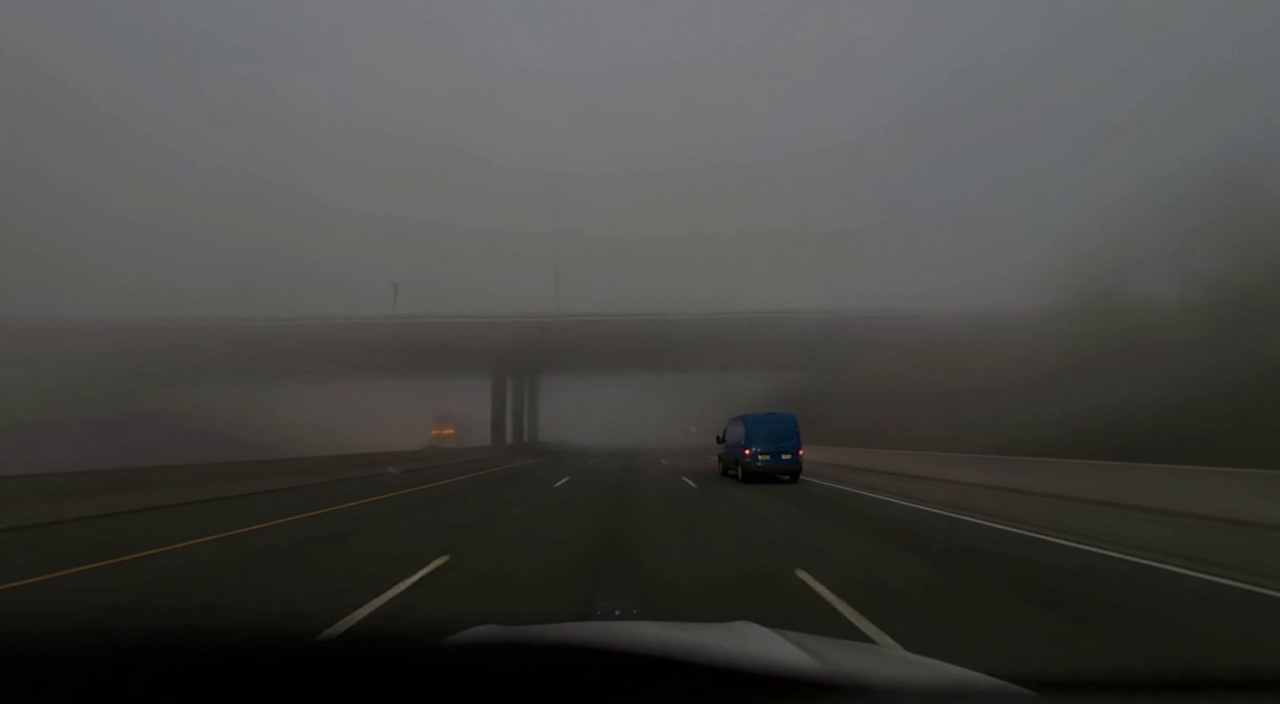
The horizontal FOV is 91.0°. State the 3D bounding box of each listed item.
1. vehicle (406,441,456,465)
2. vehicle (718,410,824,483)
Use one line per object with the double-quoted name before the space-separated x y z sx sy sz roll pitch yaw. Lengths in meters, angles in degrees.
"vehicle" -14.039 6.797 42.589 1.890 1.523 4.262 -1 -8 0
"vehicle" 3.914 2.933 19.733 2.161 2.002 4.631 0 -8 -2
